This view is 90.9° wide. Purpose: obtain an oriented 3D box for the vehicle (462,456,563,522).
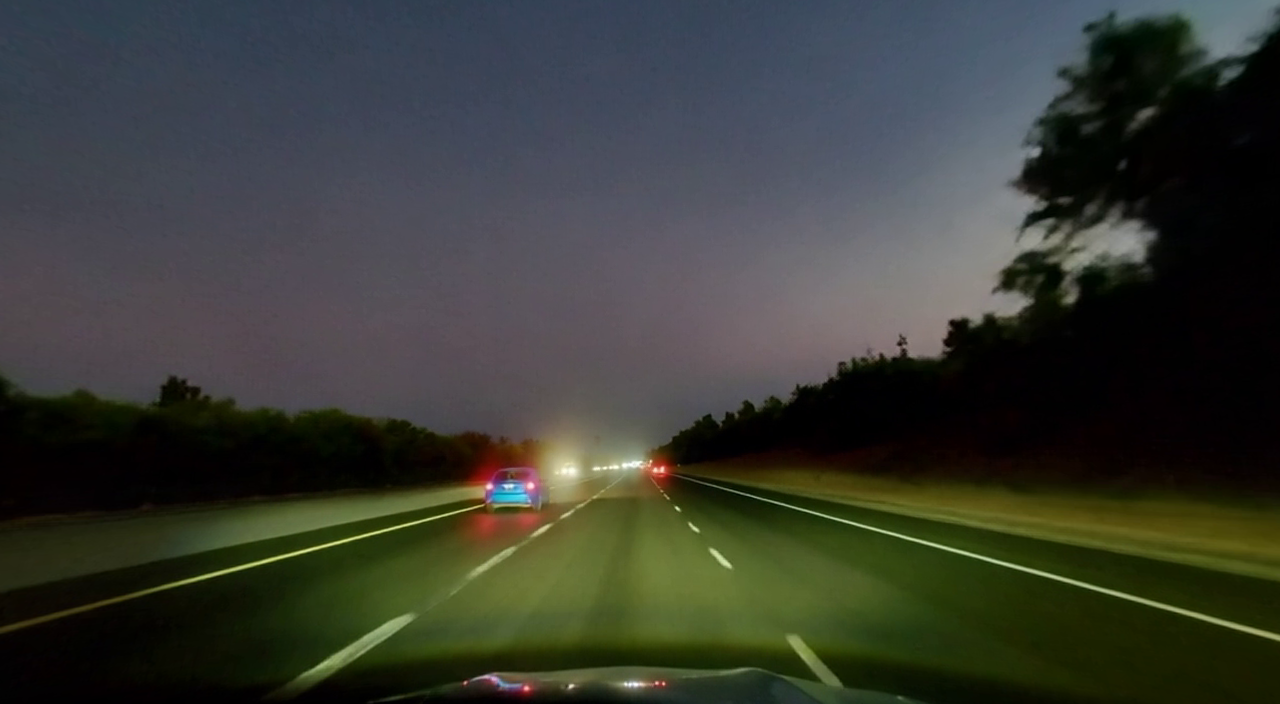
[{"bbox_3d":[-3.295,3.648,17.105,1.797,1.532,4.072,0,-10,1],"label":"vehicle"}]
